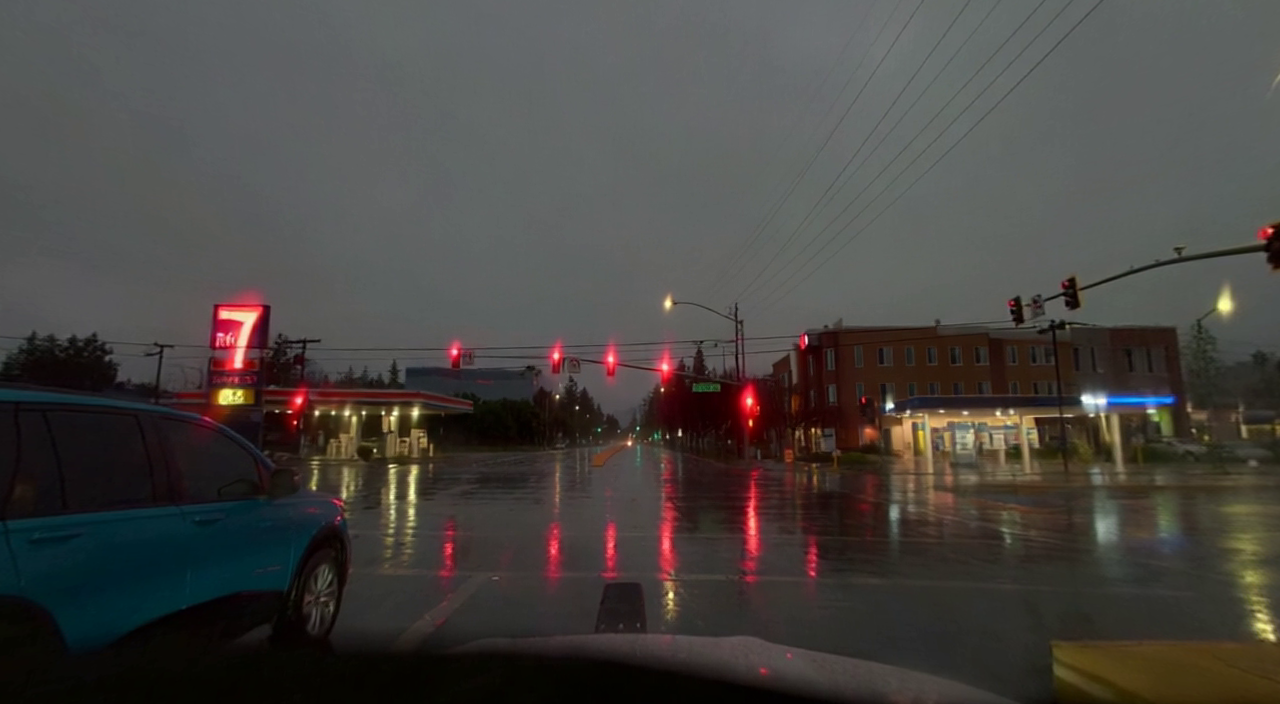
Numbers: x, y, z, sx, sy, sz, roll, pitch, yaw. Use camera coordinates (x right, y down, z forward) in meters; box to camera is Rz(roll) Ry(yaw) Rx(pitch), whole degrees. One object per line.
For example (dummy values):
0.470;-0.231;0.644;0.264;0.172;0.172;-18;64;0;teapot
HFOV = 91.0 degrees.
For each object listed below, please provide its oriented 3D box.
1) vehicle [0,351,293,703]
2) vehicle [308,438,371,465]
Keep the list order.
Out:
-3.440;0.806;2.061;2.053;1.690;4.364;0;-9;1;vehicle
-20.496;6.807;43.177;2.004;1.699;4.486;0;-9;0;vehicle
